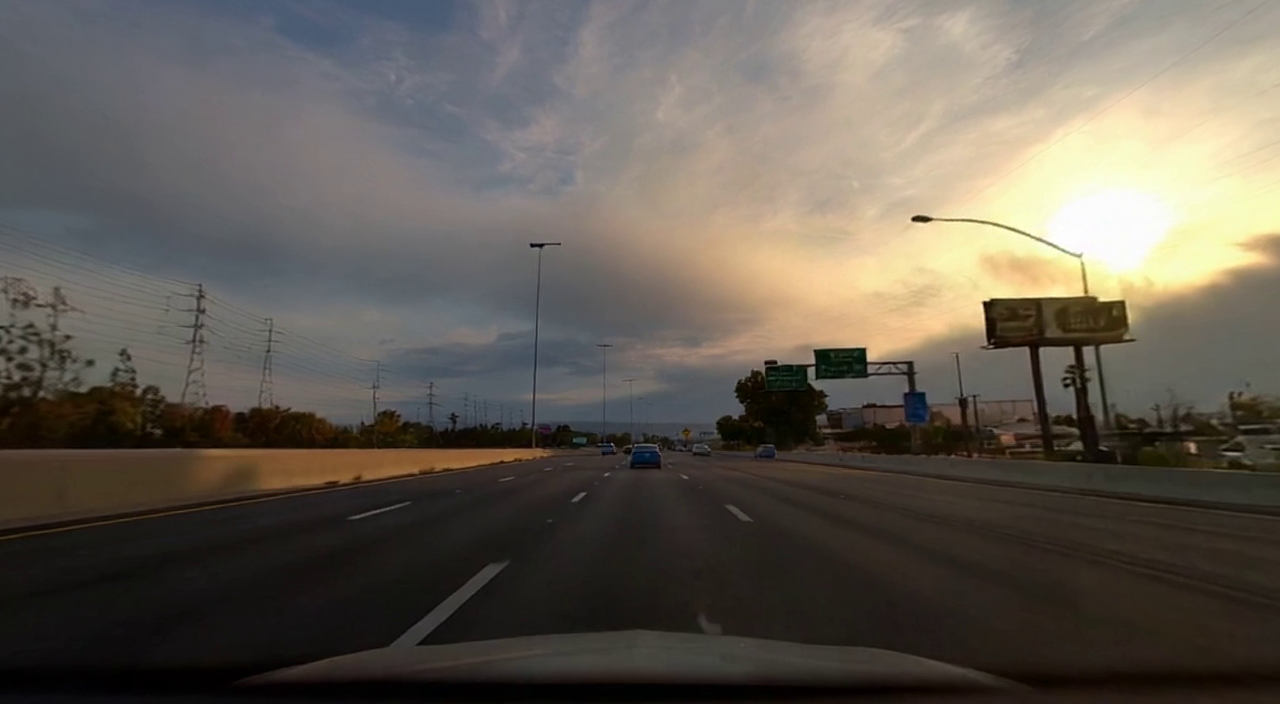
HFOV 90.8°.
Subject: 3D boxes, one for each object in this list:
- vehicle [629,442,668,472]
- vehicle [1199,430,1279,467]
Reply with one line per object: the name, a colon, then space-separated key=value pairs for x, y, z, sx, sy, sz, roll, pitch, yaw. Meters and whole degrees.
vehicle: x=0.490 y=5.910 z=35.854 sx=2.074 sy=1.574 sz=3.971 roll=0 pitch=-8 yaw=1
vehicle: x=26.787 y=4.038 z=26.522 sx=2.072 sy=1.495 sz=4.732 roll=1 pitch=-9 yaw=-5
